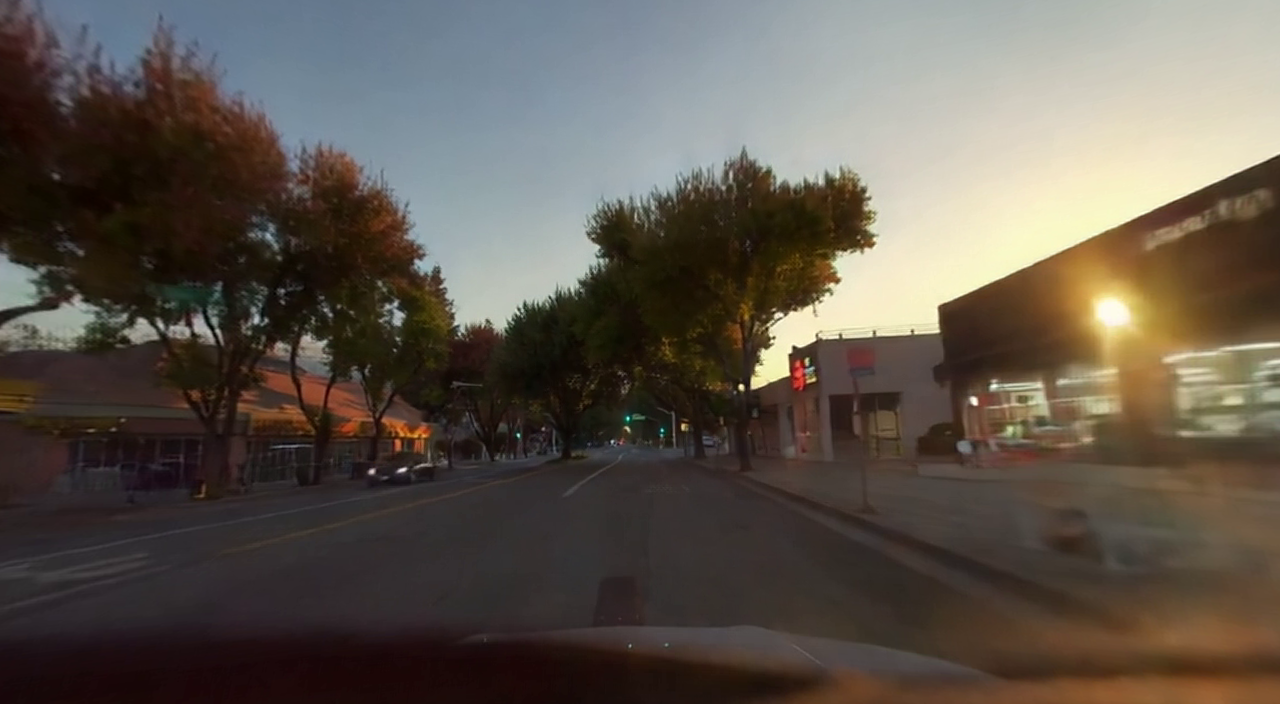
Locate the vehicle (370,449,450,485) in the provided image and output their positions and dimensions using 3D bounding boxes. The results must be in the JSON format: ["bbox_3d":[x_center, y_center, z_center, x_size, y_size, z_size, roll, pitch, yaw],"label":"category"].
[{"bbox_3d":[-10.622,5.329,29.452,1.889,1.499,4.541,-1,-8,2],"label":"vehicle"}]
